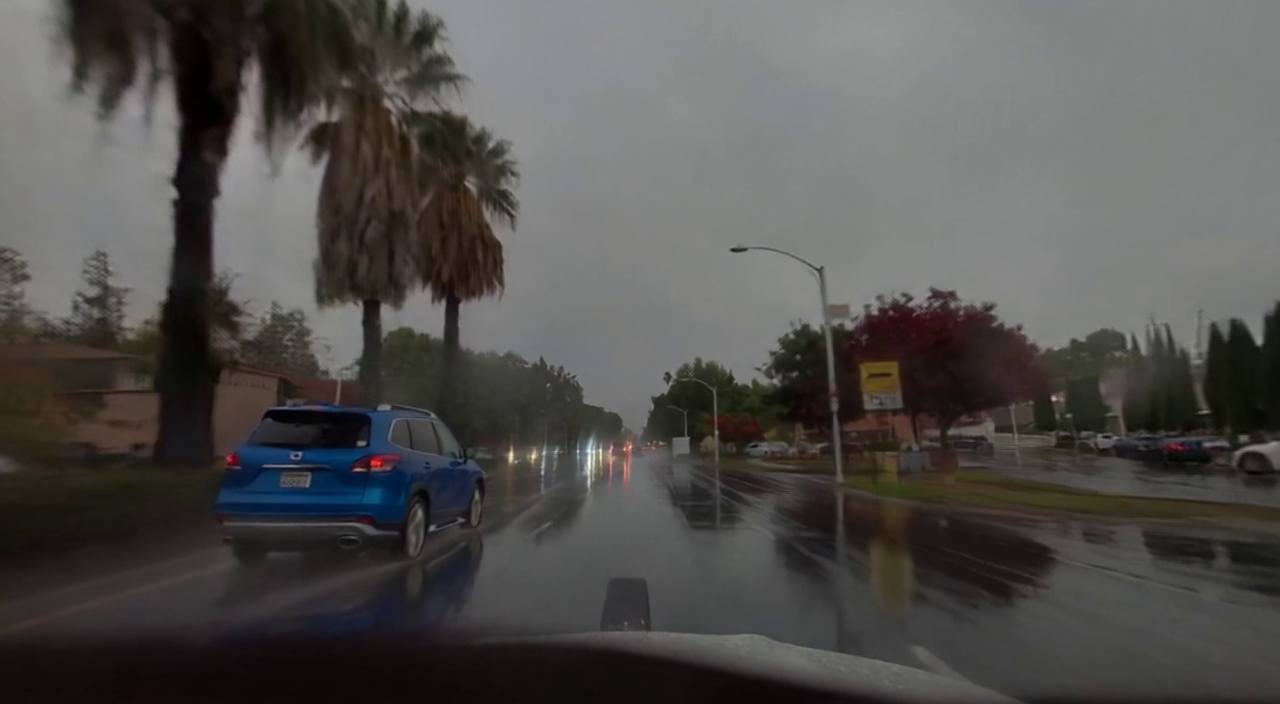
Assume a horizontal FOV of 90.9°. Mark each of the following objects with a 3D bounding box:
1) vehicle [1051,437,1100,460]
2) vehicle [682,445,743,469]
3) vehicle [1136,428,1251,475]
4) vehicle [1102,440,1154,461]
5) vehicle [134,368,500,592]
[{"bbox_3d":[31.730,7.045,46.034,1.982,1.611,4.314,-3,-9,22],"label":"vehicle"},{"bbox_3d":[4.832,7.051,42.480,1.919,1.472,4.470,4,-10,-26],"label":"vehicle"},{"bbox_3d":[23.646,4.279,27.194,2.180,1.808,4.462,-3,-9,21],"label":"vehicle"},{"bbox_3d":[36.044,7.278,46.698,1.815,1.419,4.726,-4,-9,23],"label":"vehicle"},{"bbox_3d":[-3.372,1.465,7.928,2.152,1.987,4.527,0,-9,0],"label":"vehicle"}]
